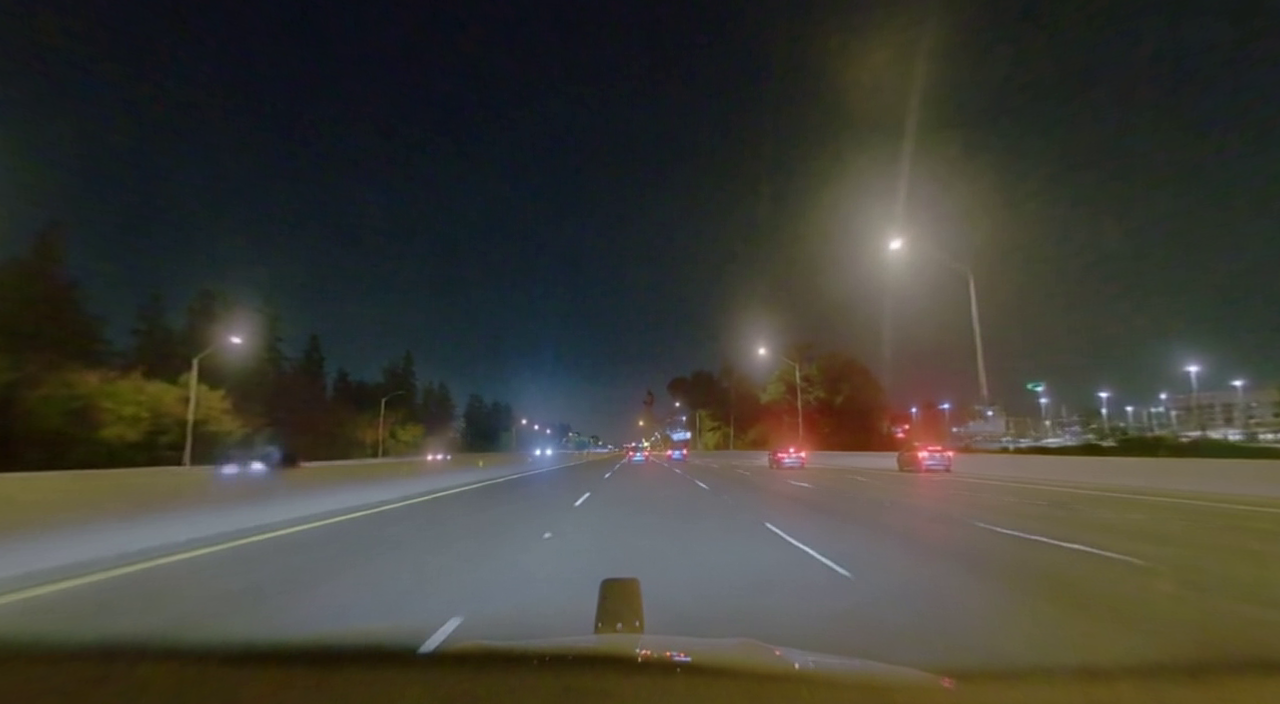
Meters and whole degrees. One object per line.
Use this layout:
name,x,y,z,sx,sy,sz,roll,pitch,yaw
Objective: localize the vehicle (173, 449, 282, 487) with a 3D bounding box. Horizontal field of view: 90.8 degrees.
vehicle,-17.306,4.851,26.772,1.670,1.346,4.259,0,-8,1
